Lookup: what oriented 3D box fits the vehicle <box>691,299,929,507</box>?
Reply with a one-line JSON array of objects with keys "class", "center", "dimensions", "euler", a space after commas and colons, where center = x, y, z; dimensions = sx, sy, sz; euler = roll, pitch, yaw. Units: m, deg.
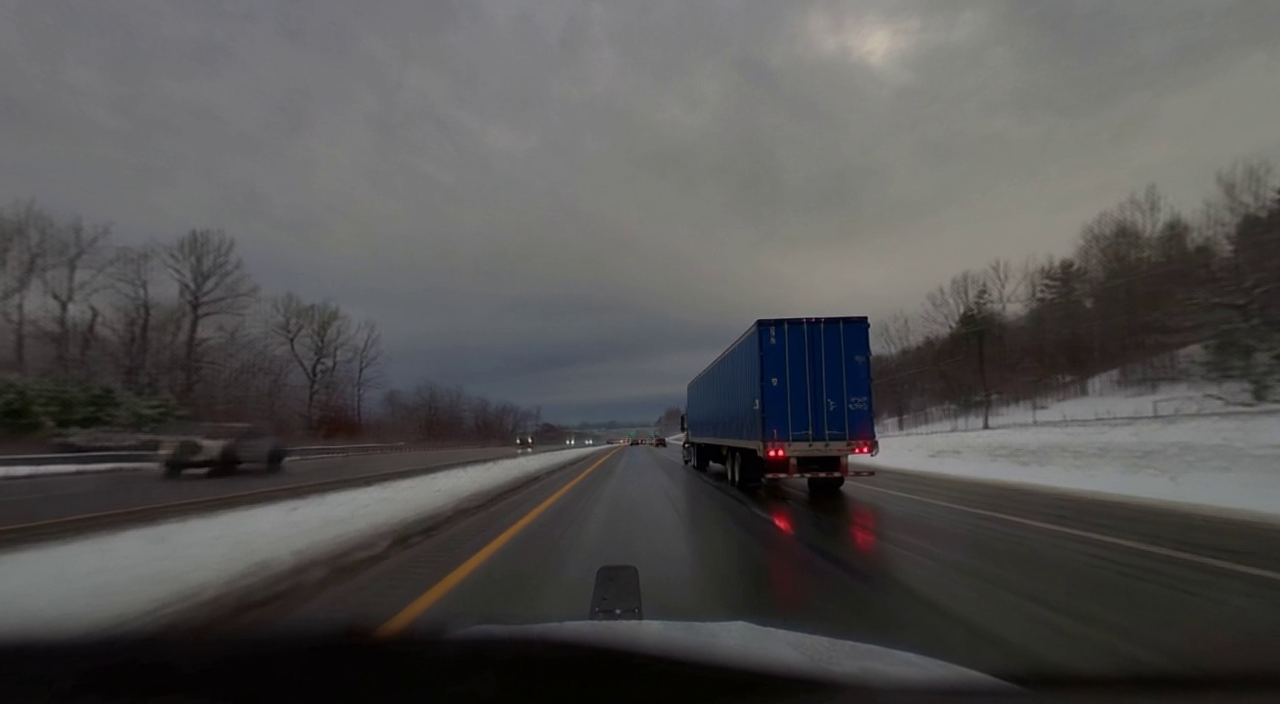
[{"class": "vehicle", "center": [4.136, 2.142, 21.405], "dimensions": [3.203, 4.273, 17.131], "euler": [0, -8, -1]}]

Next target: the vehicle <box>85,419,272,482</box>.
[{"class": "vehicle", "center": [-12.741, 2.741, 17.813], "dimensions": [1.932, 1.537, 4.480], "euler": [0, -8, -1]}]
